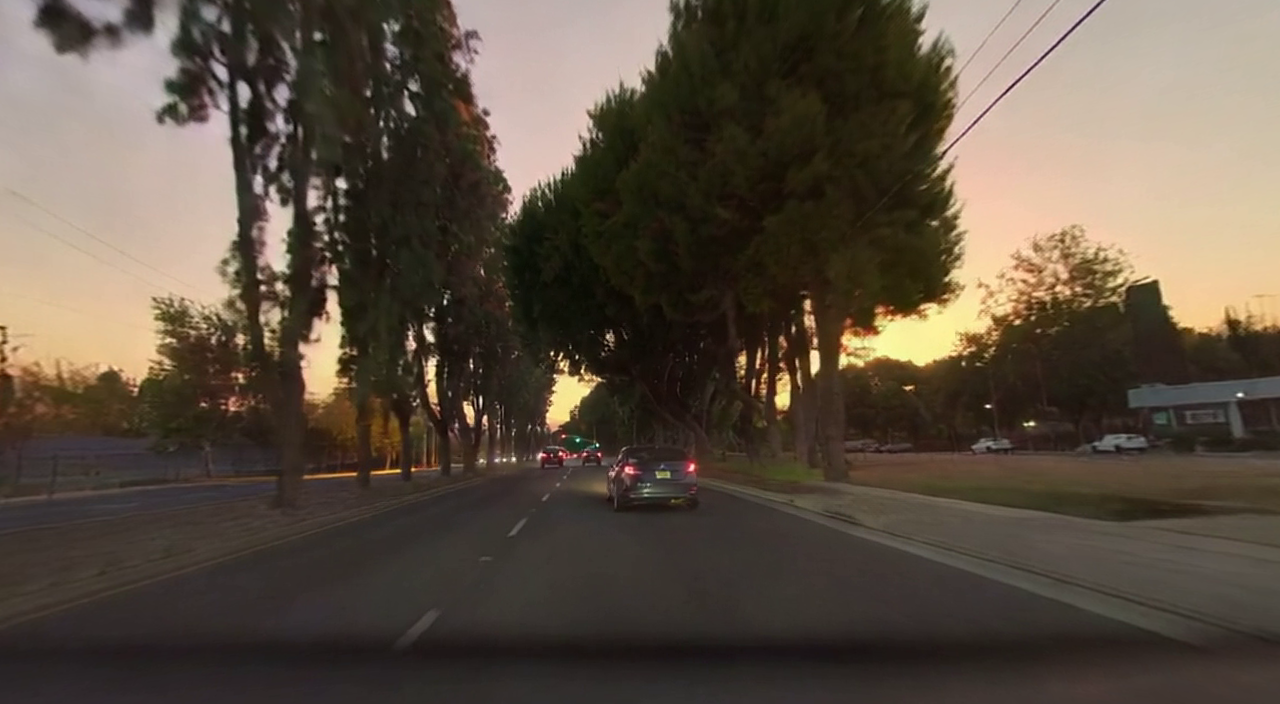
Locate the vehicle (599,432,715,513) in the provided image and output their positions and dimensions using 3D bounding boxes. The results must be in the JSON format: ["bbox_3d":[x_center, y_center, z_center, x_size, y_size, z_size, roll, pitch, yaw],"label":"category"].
[{"bbox_3d":[0.194,2.809,15.220,2.235,1.597,4.918,1,-9,-5],"label":"vehicle"}]

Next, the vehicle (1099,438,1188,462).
[{"bbox_3d":[33.756,6.580,42.402,1.867,1.471,4.788,0,-9,-3],"label":"vehicle"}]

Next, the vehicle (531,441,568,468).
[{"bbox_3d":[-6.274,7.150,44.057,2.189,1.776,4.342,1,-9,-4],"label":"vehicle"}]
